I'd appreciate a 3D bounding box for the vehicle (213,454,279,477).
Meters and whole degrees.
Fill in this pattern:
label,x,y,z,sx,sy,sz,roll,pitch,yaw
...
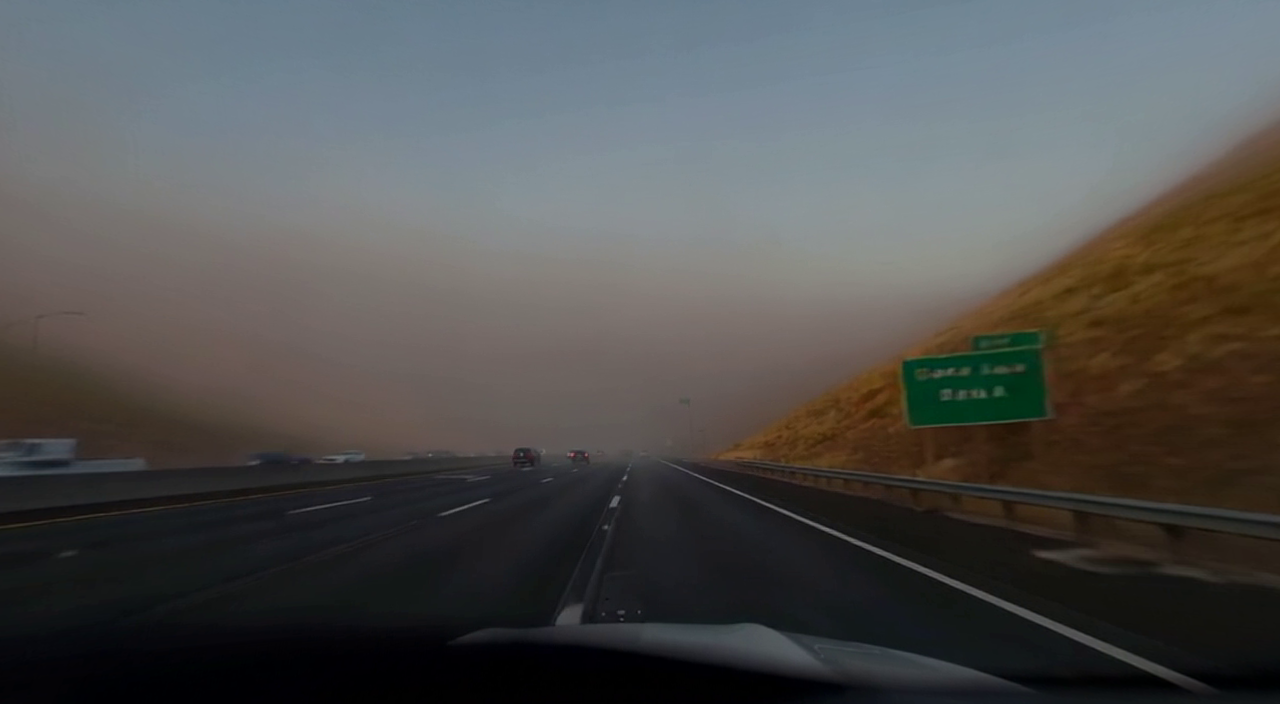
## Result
label,x,y,z,sx,sy,sz,roll,pitch,yaw
vehicle,-27.346,7.851,43.827,1.834,1.478,4.311,0,-9,-1

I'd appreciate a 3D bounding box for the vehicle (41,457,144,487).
label,x,y,z,sx,sy,sz,roll,pitch,yaw
vehicle,-30.943,6.766,35.804,1.871,1.480,4.478,0,-9,-1
